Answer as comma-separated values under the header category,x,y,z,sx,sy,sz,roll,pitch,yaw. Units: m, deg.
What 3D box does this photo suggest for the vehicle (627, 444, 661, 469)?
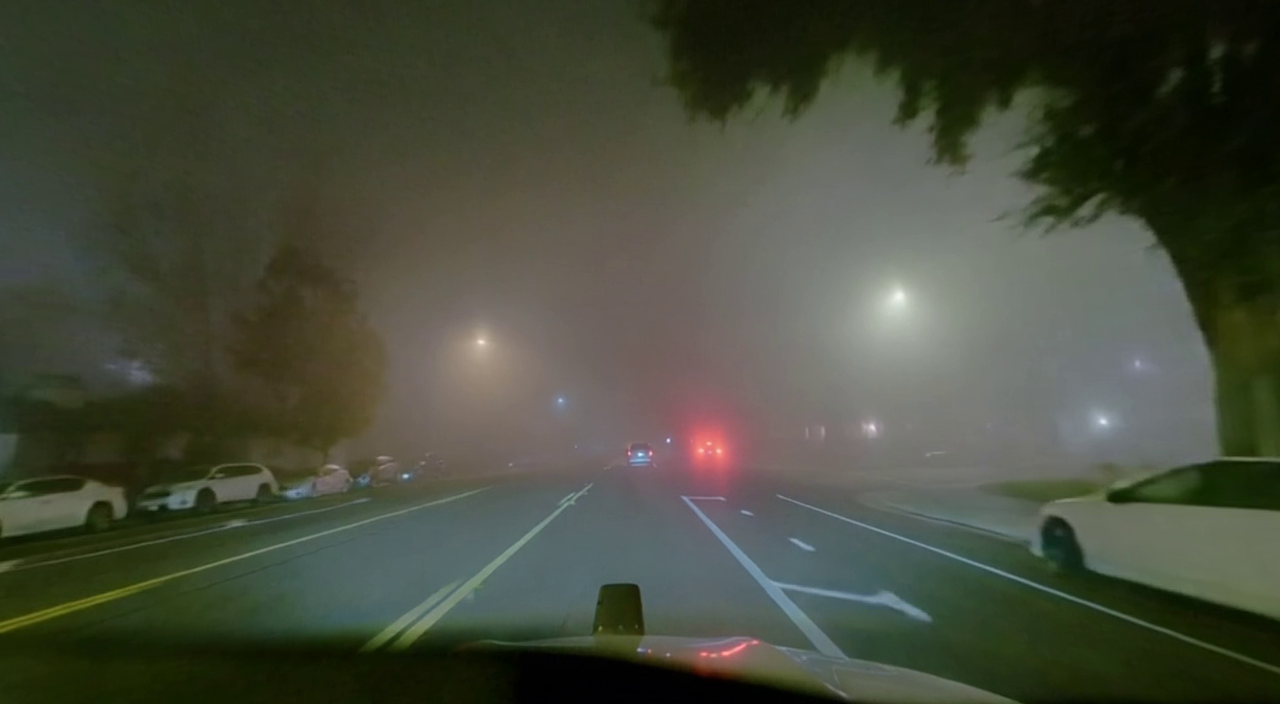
category,x,y,z,sx,sy,sz,roll,pitch,yaw
vehicle,0.217,6.483,39.465,2.022,1.471,3.973,0,-9,-1

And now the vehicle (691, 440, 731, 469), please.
category,x,y,z,sx,sy,sz,roll,pitch,yaw
vehicle,5.126,7.466,46.441,2.195,2.000,4.789,1,-8,-3

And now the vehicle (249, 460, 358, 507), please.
category,x,y,z,sx,sy,sz,roll,pitch,yaw
vehicle,-12.520,4.888,23.841,1.810,1.399,4.285,-4,-9,0

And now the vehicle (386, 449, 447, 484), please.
category,x,y,z,sx,sy,sz,roll,pitch,yaw
vehicle,-12.627,6.462,36.049,1.904,1.805,5.100,0,-9,-3

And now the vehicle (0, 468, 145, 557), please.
category,x,y,z,sx,sy,sz,roll,pitch,yaw
vehicle,-12.405,3.083,12.321,1.916,1.463,4.564,0,-9,-2

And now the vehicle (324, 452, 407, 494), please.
category,x,y,z,sx,sy,sz,roll,pitch,yaw
vehicle,-12.715,5.591,29.623,1.938,1.738,4.516,0,-9,-2

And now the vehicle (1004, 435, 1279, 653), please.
category,x,y,z,sx,sy,sz,roll,pitch,yaw
vehicle,5.256,1.385,4.887,1.978,1.438,4.716,0,-9,-1

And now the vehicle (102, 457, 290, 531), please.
category,x,y,z,sx,sy,sz,roll,pitch,yaw
vehicle,-12.281,3.906,18.026,1.905,1.503,5.015,-4,-8,-2

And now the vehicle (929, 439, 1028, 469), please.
category,x,y,z,sx,sy,sz,roll,pitch,yaw
vehicle,18.494,5.606,34.668,4.240,1.560,1.929,0,-9,2
